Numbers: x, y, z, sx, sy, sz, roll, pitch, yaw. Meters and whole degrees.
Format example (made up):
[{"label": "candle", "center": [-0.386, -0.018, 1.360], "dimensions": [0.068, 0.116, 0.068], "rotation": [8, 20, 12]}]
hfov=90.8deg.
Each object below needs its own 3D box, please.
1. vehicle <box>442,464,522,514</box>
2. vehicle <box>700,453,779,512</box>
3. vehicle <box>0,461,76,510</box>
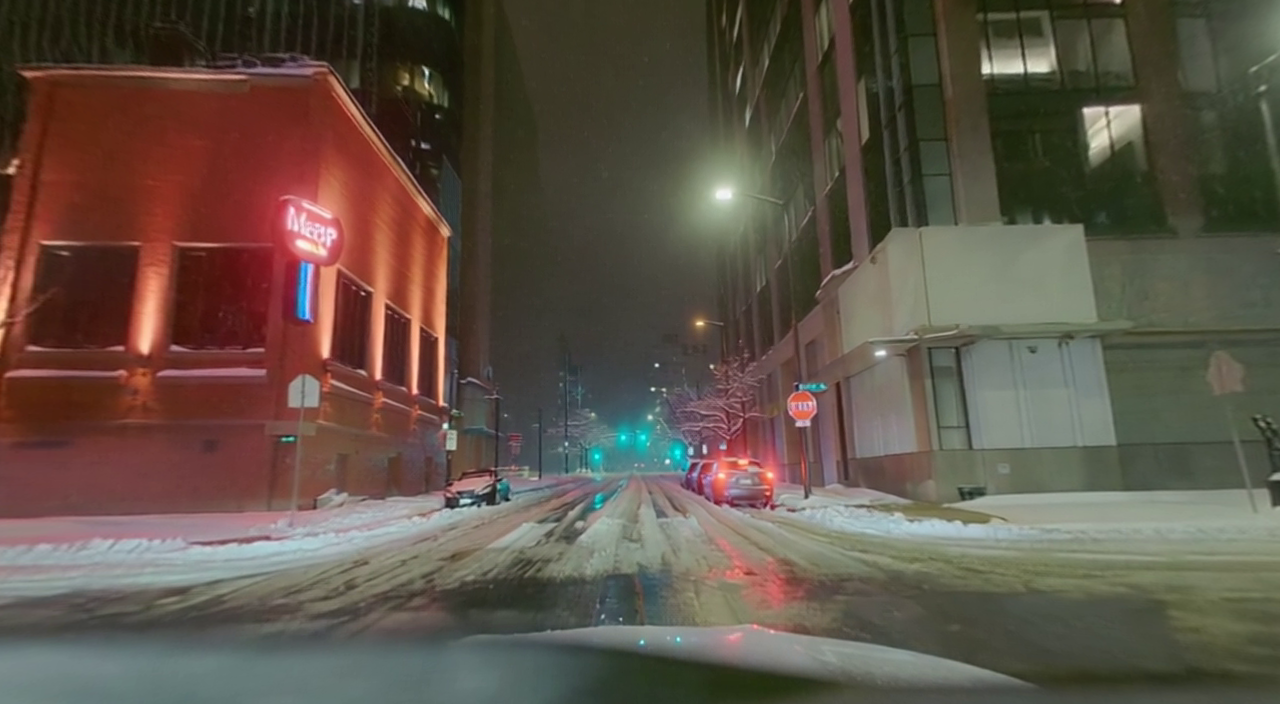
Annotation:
[{"label": "vehicle", "center": [-5.411, 4.723, 22.152], "dimensions": [1.864, 1.447, 3.887], "rotation": [0, -9, -2]}, {"label": "vehicle", "center": [3.146, 4.203, 20.894], "dimensions": [1.917, 1.680, 4.500], "rotation": [0, -9, 1]}, {"label": "vehicle", "center": [-28.165, 5.994, 28.443], "dimensions": [1.665, 1.432, 4.120], "rotation": [5, -1, 0]}]
